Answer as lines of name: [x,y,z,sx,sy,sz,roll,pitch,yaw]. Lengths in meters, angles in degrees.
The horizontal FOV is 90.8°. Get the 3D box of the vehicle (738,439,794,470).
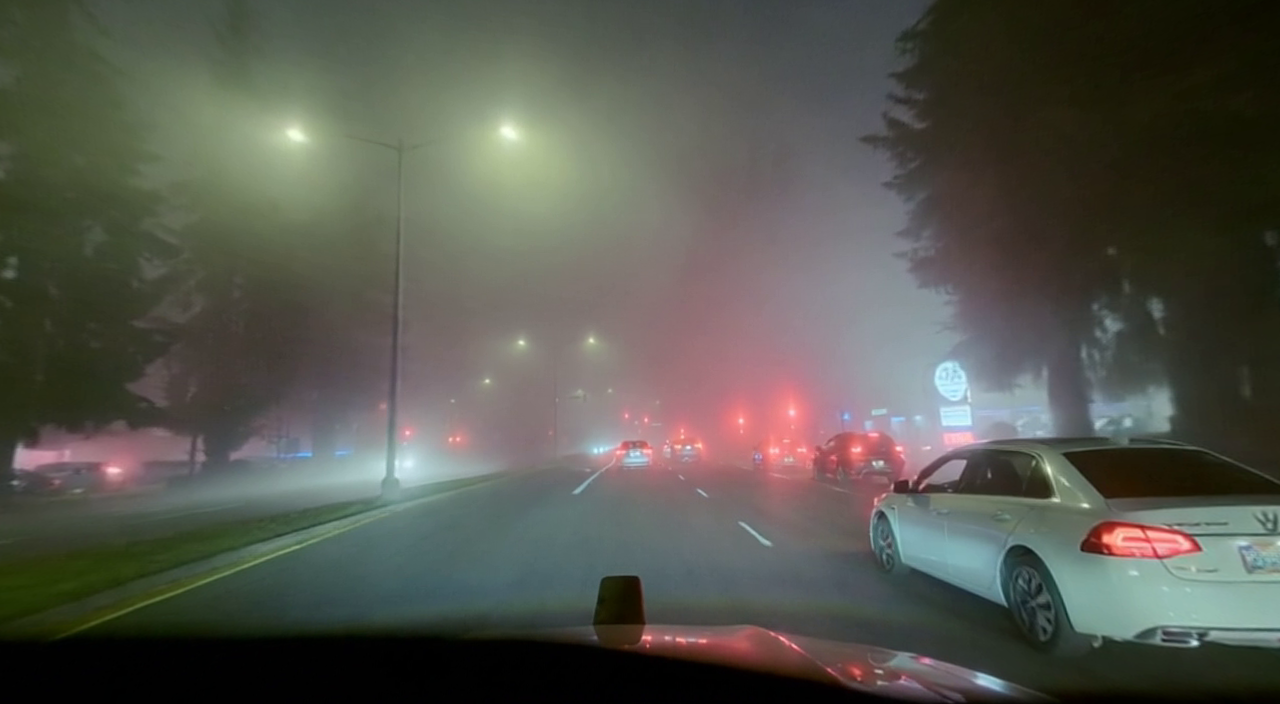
vehicle: [6.347,5.208,32.301,1.883,1.452,4.258,0,-8,-1]

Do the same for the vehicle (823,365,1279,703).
vehicle: [3.271,1.212,5.137,2.153,1.658,4.485,0,-8,-1]

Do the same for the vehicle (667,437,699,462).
vehicle: [3.131,7.159,46.524,2.000,1.745,4.206,0,-8,-1]

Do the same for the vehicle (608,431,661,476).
vehicle: [-0.234,4.398,27.512,2.106,1.798,4.168,0,-8,0]

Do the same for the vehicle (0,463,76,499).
vehicle: [-30.325,6.314,30.692,4.058,1.535,1.826,-2,-8,-2]

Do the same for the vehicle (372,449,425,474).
vehicle: [-17.245,7.823,45.278,1.984,1.492,4.677,-5,-8,-1]
